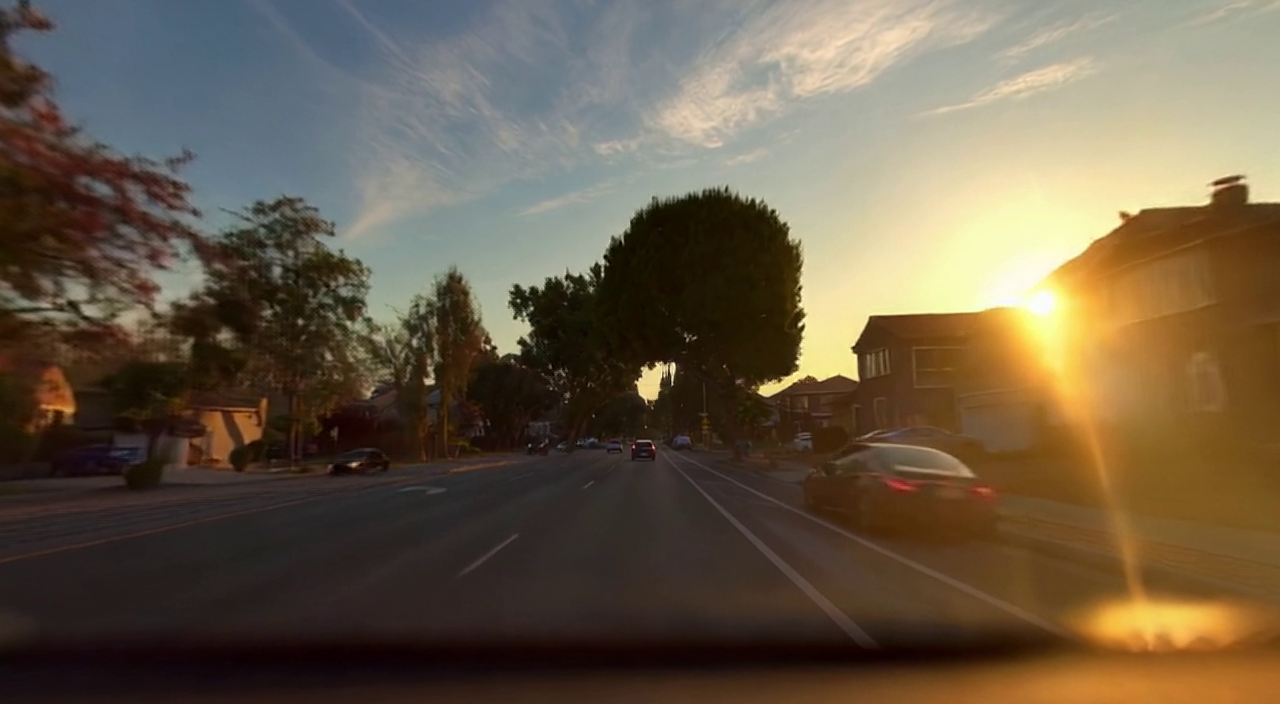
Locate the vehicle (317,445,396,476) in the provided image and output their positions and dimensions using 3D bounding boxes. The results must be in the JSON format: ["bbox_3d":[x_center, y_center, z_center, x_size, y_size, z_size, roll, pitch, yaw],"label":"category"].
[{"bbox_3d":[-14.107,5.388,31.634,1.937,1.386,4.354,-2,-9,1],"label":"vehicle"}]

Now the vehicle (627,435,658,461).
[{"bbox_3d":[0.178,6.539,42.973,2.024,1.655,4.301,0,-9,0],"label":"vehicle"}]

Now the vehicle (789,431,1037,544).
[{"bbox_3d":[4.202,2.171,10.860,2.080,1.469,4.898,0,-9,0],"label":"vehicle"}]
